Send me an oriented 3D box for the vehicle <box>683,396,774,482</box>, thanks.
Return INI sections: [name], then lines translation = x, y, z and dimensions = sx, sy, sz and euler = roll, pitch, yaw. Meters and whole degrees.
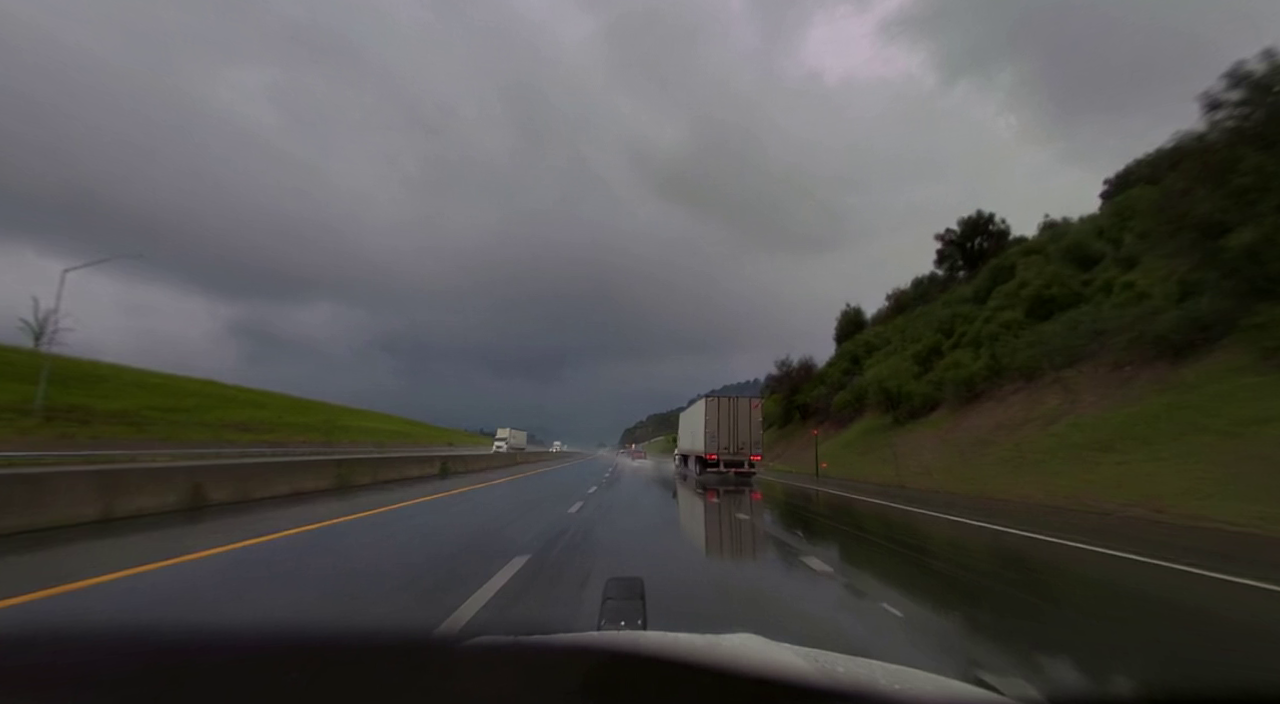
[vehicle]
translation = 4.137, 4.586, 32.559
dimensions = 2.876, 3.586, 11.726
euler = 0, -9, 0
